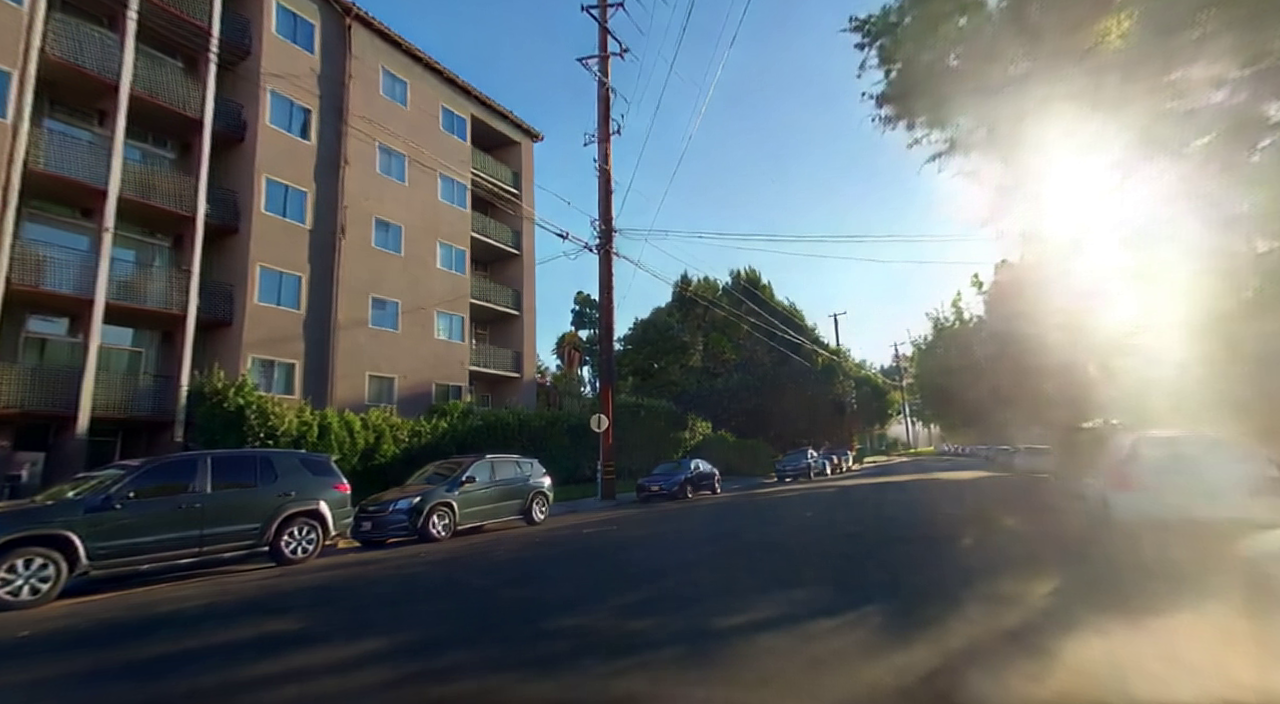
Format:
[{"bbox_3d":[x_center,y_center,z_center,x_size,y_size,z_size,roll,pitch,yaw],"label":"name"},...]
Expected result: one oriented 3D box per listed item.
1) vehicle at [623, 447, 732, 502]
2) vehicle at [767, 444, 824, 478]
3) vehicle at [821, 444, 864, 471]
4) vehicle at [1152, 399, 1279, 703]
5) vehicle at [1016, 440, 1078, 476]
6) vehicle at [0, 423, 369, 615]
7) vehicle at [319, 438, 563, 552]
[{"bbox_3d":[1.493,4.434,23.230,2.017,1.582,4.664,-12,-13,28],"label":"vehicle"},{"bbox_3d":[9.063,6.256,36.557,2.011,1.801,4.676,-5,-10,28],"label":"vehicle"},{"bbox_3d":[15.305,7.985,47.583,1.953,1.699,4.234,-11,-16,29],"label":"vehicle"},{"bbox_3d":[3.741,0.925,2.338,2.030,1.535,4.683,-5,-10,29],"label":"vehicle"},{"bbox_3d":[18.596,4.824,29.022,1.964,1.515,4.055,-5,-9,28],"label":"vehicle"},{"bbox_3d":[-6.344,2.045,8.197,1.973,1.848,5.100,-12,-13,25],"label":"vehicle"},{"bbox_3d":[-3.766,2.810,12.825,2.068,1.745,4.579,-11,-14,25],"label":"vehicle"}]
